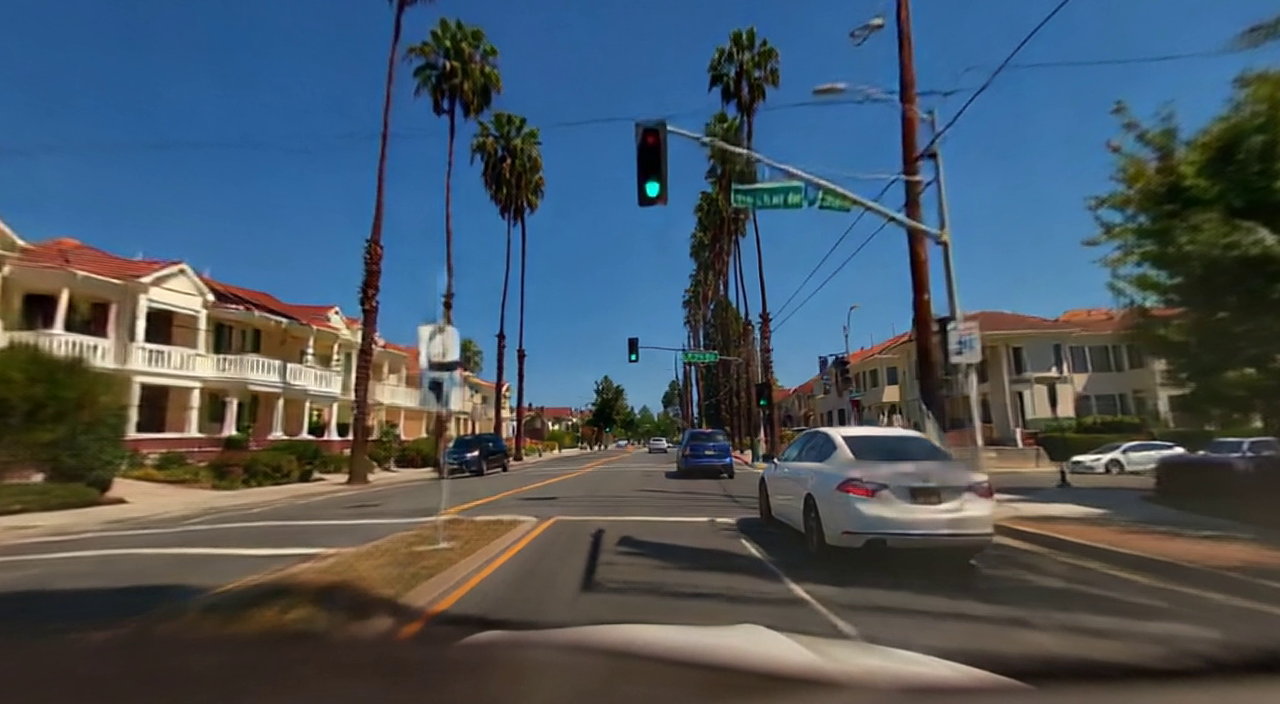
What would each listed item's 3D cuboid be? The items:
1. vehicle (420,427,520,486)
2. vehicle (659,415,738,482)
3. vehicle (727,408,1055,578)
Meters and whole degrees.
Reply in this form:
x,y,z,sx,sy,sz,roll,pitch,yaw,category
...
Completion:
x,y,z,sx,sy,sz,roll,pitch,yaw,category
-6.165,3.780,23.445,2.069,1.820,4.388,-3,-6,6,vehicle
1.839,3.272,21.472,2.109,2.002,4.424,0,-9,-2,vehicle
2.676,1.651,8.200,2.096,1.552,4.519,1,-9,-5,vehicle
